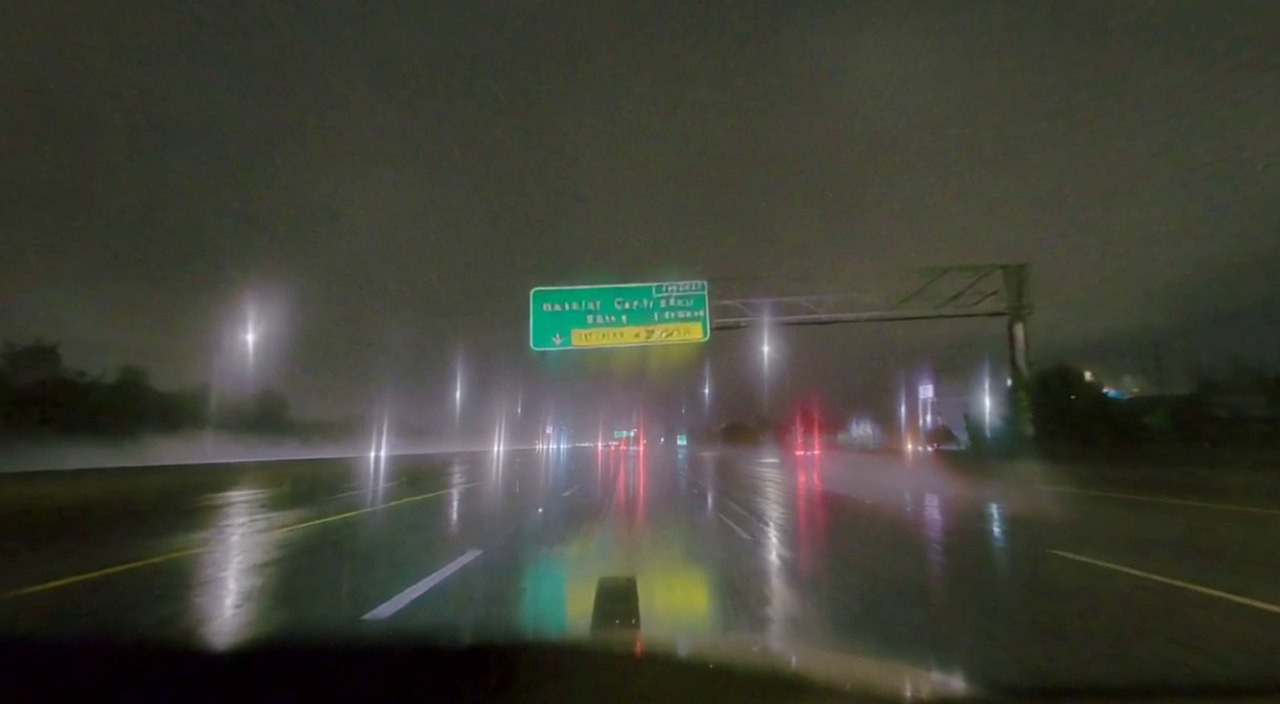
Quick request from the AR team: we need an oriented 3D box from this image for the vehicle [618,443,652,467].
[{"bbox_3d":[-0.367,6.845,42.087,2.118,1.466,4.165,0,-9,-2],"label":"vehicle"}]
